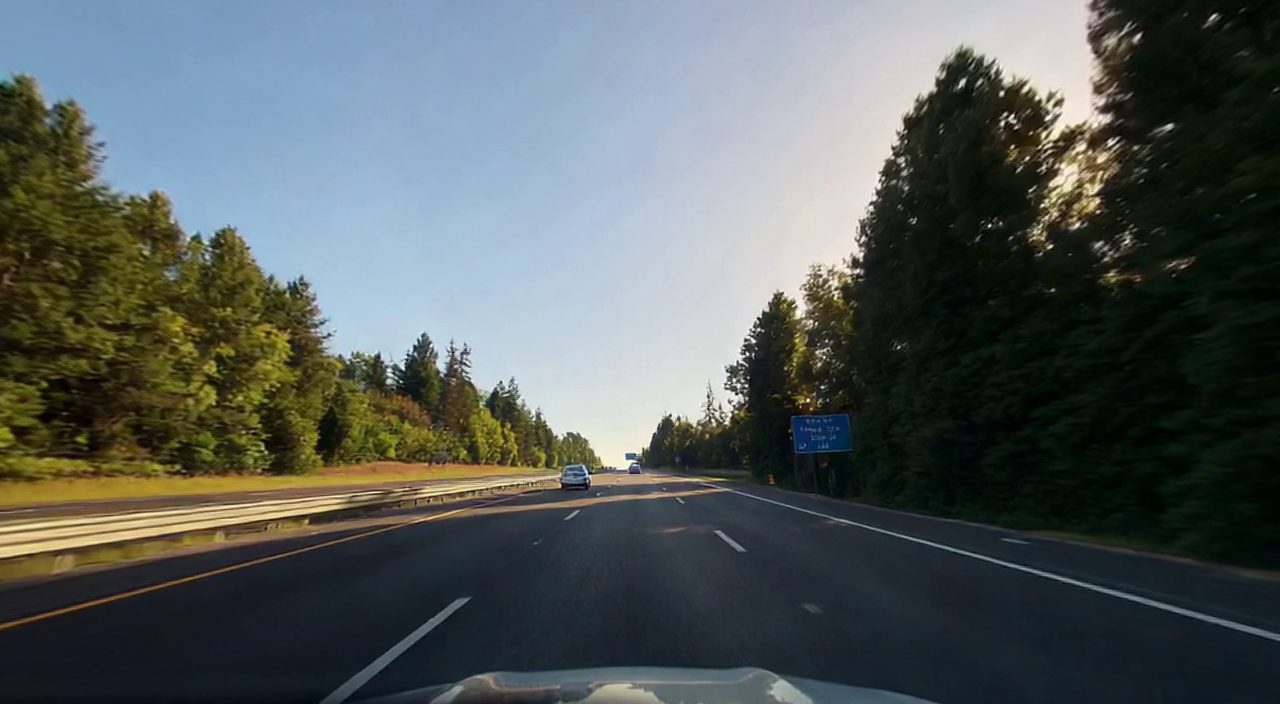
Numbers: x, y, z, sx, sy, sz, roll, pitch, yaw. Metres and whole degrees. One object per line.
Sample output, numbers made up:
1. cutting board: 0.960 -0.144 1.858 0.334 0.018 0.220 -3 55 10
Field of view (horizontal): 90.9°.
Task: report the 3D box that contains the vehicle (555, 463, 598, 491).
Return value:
1. vehicle: -3.781 7.617 38.483 2.143 1.516 4.552 1 -11 0
